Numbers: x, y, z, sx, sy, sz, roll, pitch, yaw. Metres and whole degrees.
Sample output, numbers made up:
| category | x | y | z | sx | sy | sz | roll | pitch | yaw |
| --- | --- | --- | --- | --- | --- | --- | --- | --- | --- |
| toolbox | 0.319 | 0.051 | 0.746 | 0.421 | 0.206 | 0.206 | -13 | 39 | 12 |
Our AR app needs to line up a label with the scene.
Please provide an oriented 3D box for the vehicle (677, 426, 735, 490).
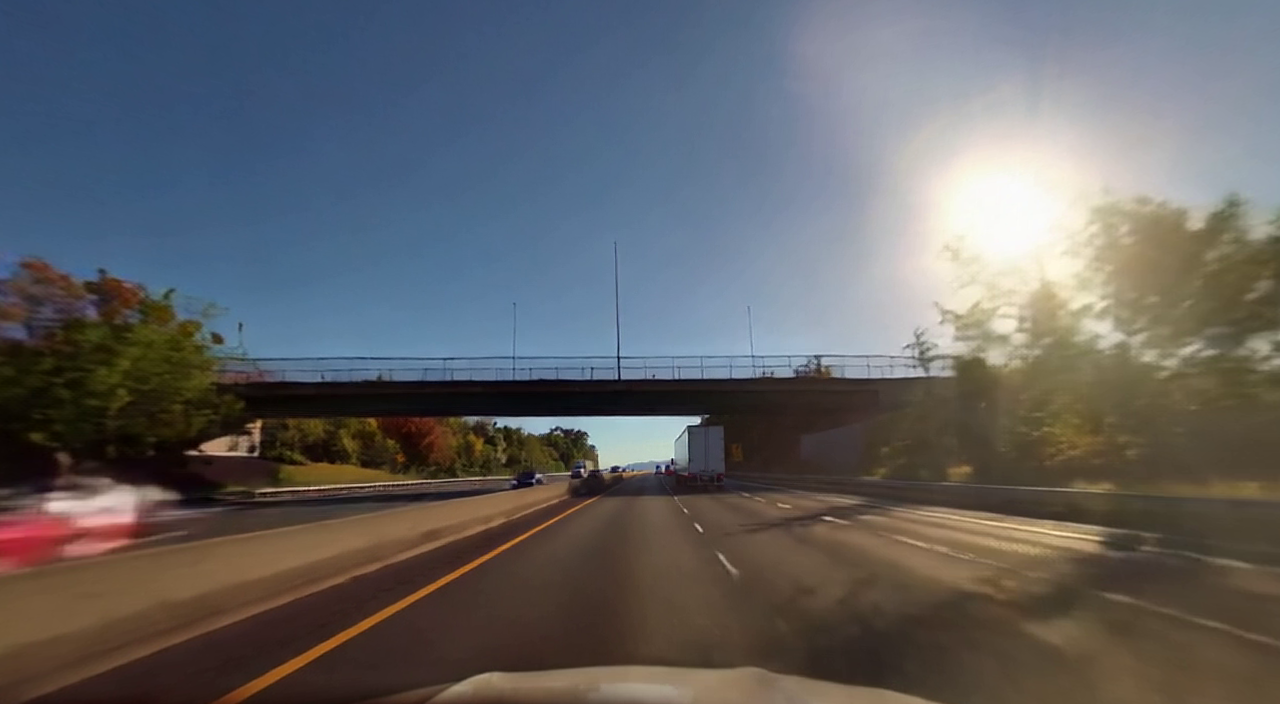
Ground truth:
| category | x | y | z | sx | sy | sz | roll | pitch | yaw |
| --- | --- | --- | --- | --- | --- | --- | --- | --- | --- |
| vehicle | 4.508 | 7.836 | 46.027 | 3.054 | 4.005 | 11.895 | 1 | -11 | 0 |

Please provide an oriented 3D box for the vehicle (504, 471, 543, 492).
| category | x | y | z | sx | sy | sz | roll | pitch | yaw |
| --- | --- | --- | --- | --- | --- | --- | --- | --- | --- |
| vehicle | -8.569 | 9.568 | 46.679 | 1.982 | 1.461 | 4.349 | 1 | -11 | 1 |
